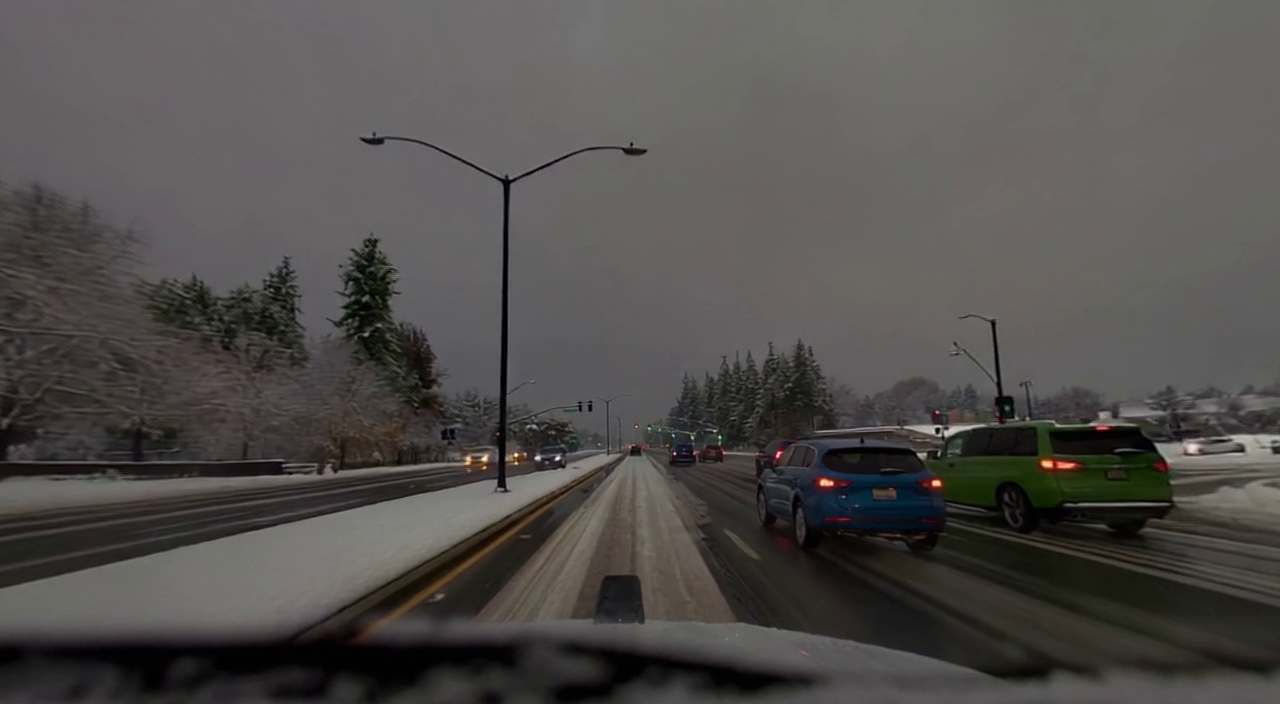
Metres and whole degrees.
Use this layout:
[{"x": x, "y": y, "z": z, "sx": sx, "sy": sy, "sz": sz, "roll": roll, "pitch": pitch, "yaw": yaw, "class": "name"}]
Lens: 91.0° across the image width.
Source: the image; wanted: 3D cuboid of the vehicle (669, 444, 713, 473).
[{"x": 2.709, "y": 5.796, "z": 34.572, "sx": 1.980, "sy": 1.484, "sz": 4.093, "roll": 0, "pitch": -8, "yaw": -1, "class": "vehicle"}]

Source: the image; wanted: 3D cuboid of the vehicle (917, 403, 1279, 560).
[{"x": 6.437, "y": 1.852, "z": 9.716, "sx": 2.153, "sy": 1.811, "sz": 4.595, "roll": 0, "pitch": -8, "yaw": -1, "class": "vehicle"}]

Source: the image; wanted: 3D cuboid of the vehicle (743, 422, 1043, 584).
[{"x": 2.874, "y": 1.836, "z": 8.656, "sx": 1.932, "sy": 1.547, "sz": 4.992, "roll": 0, "pitch": -8, "yaw": -2, "class": "vehicle"}]

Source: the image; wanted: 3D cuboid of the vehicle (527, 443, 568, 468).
[{"x": -6.583, "y": 7.387, "z": 45.192, "sx": 2.113, "sy": 1.693, "sz": 4.370, "roll": 0, "pitch": -8, "yaw": 2, "class": "vehicle"}]
